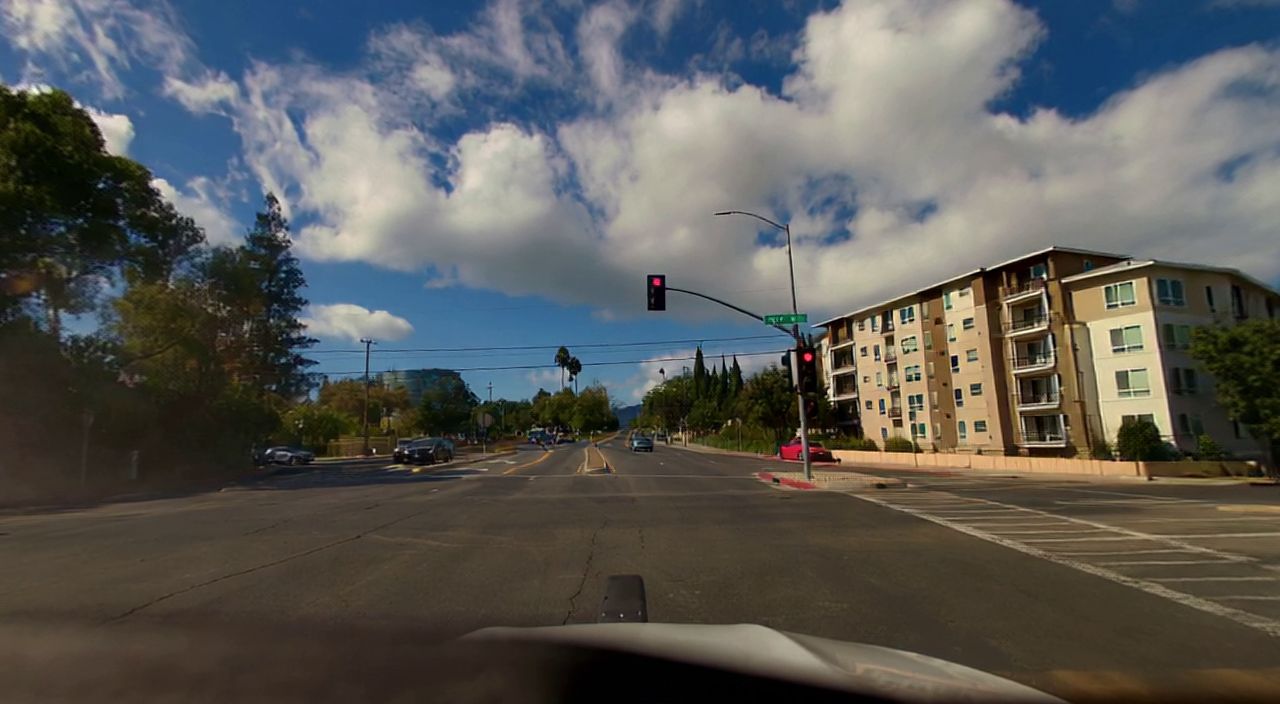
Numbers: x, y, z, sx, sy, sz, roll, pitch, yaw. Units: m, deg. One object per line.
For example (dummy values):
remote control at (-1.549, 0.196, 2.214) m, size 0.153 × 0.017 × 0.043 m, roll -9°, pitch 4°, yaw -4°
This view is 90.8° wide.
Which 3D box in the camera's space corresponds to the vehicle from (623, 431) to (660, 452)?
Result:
vehicle at (0.039, 6.974, 48.989) m, size 2.073 × 1.571 × 4.790 m, roll 2°, pitch -9°, yaw -10°

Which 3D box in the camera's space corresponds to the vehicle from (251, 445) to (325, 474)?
vehicle at (-21.091, 6.463, 38.092) m, size 1.981 × 1.628 × 4.336 m, roll 0°, pitch -9°, yaw -1°

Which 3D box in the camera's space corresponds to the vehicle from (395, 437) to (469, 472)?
vehicle at (-9.688, 4.806, 29.794) m, size 2.116 × 1.521 × 4.294 m, roll 0°, pitch -9°, yaw -1°

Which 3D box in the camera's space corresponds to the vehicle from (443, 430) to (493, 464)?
vehicle at (-9.777, 5.459, 36.192) m, size 1.910 × 1.818 × 4.057 m, roll 0°, pitch -9°, yaw -3°
